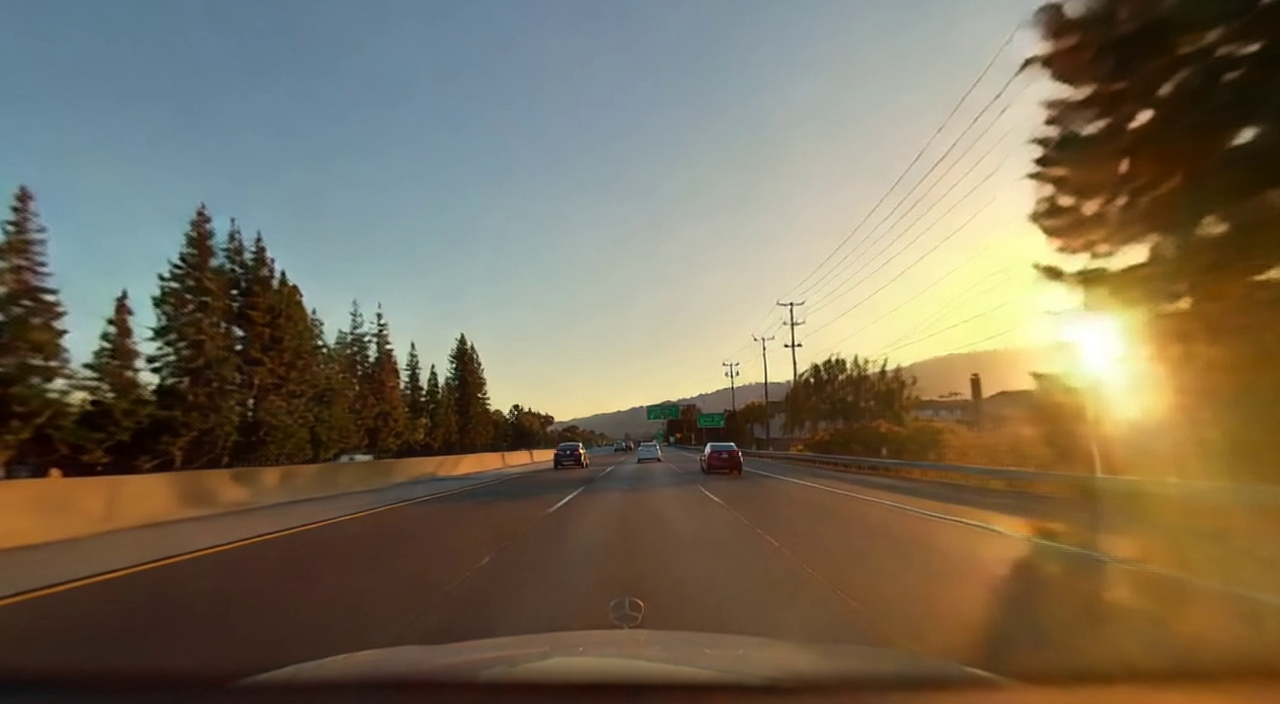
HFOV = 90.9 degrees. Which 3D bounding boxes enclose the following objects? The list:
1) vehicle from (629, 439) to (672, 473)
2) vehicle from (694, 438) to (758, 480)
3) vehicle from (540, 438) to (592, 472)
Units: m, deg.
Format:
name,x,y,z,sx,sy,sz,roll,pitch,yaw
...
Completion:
name,x,y,z,sx,sy,sz,roll,pitch,yaw
vehicle,0.509,5.341,32.601,2.049,1.620,4.153,0,-8,0
vehicle,3.429,4.323,25.856,1.996,1.579,3.841,0,-8,-1
vehicle,-4.025,5.702,35.111,2.217,1.773,4.553,0,-8,1
